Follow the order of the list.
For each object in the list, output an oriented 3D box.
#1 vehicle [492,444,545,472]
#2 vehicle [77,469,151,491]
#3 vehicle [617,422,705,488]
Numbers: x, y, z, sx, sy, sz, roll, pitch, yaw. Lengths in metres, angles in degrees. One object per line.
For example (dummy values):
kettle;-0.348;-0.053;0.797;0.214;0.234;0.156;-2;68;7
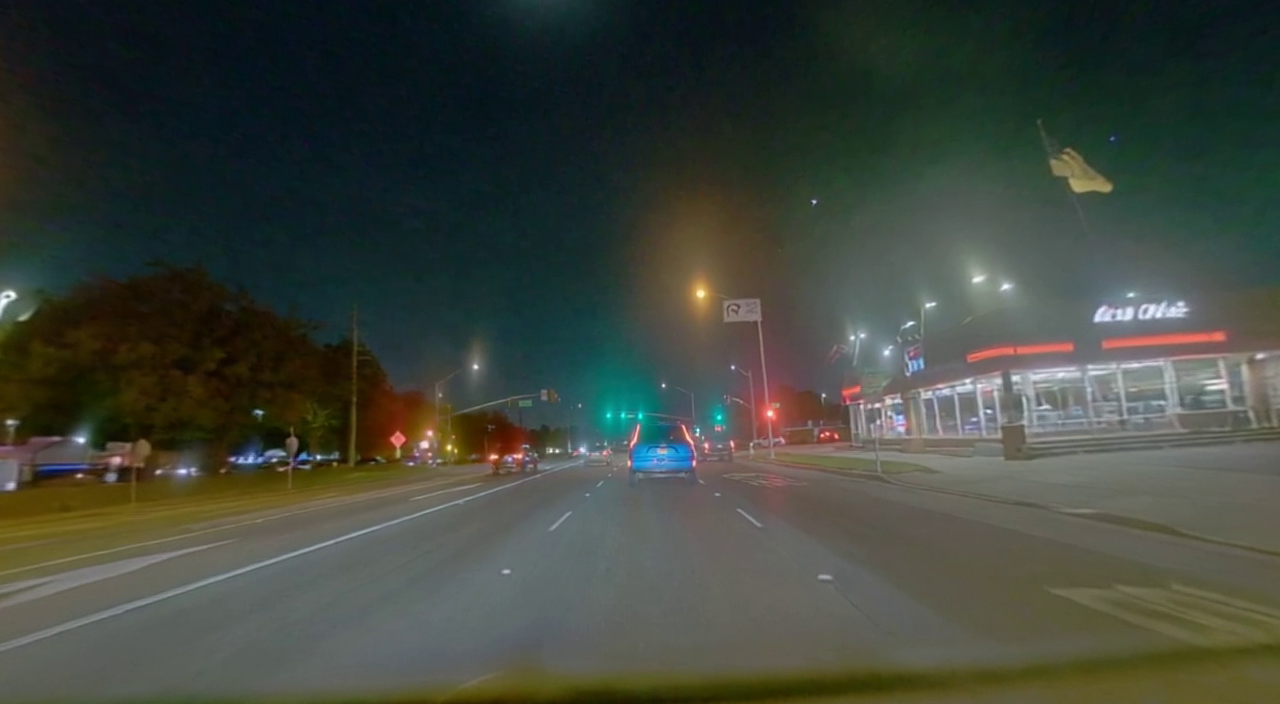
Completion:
vehicle;-6.602;5.793;34.722;1.966;1.461;4.422;0;-8;1
vehicle;-41.014;9.951;49.314;1.792;1.450;4.553;0;-8;2
vehicle;0.580;3.345;20.780;2.513;1.854;5.235;0;-8;-1
